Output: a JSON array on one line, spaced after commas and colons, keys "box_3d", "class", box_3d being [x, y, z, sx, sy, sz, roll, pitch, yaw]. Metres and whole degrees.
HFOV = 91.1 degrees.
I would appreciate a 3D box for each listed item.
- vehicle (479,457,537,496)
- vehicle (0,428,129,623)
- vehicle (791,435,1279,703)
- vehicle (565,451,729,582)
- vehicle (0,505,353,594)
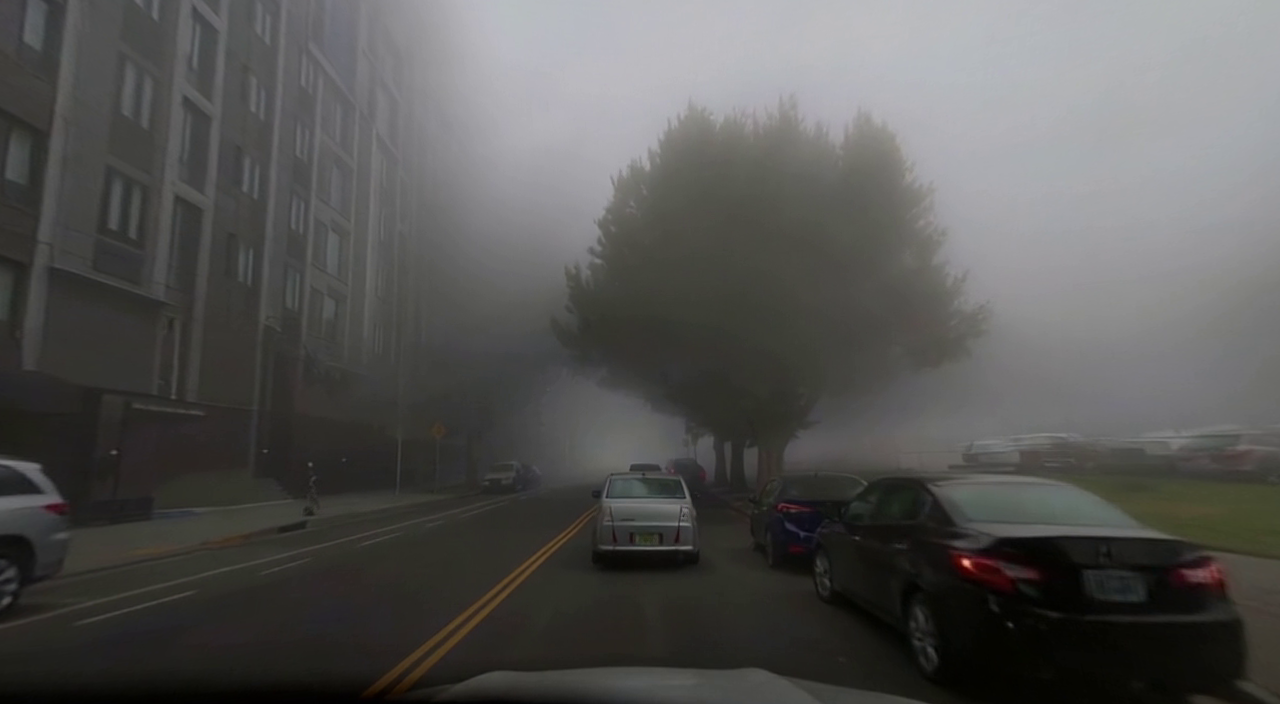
[{"box_3d": [-6.600, 6.342, 31.846, 2.024, 1.654, 4.396, -3, -12, -1], "class": "vehicle"}, {"box_3d": [-6.724, 1.405, 4.690, 1.994, 1.701, 4.520, -3, -12, -1], "class": "vehicle"}, {"box_3d": [2.665, 1.589, 5.186, 1.884, 1.566, 4.018, 1, -10, 1], "class": "vehicle"}, {"box_3d": [0.088, 2.382, 9.683, 2.018, 1.583, 3.646, 1, -10, 0], "class": "vehicle"}, {"box_3d": [-6.858, 3.028, 10.171, 2.223, 0.774, 4.789, 1, -10, 0], "class": "vehicle"}]
